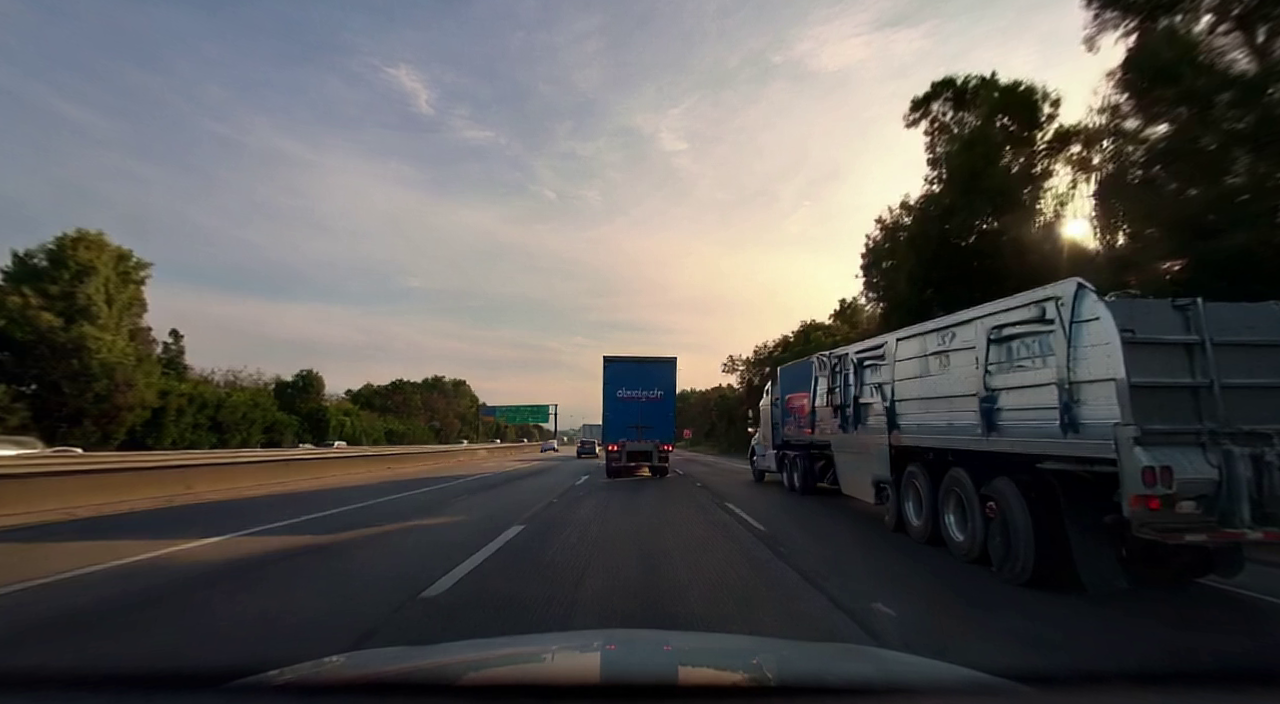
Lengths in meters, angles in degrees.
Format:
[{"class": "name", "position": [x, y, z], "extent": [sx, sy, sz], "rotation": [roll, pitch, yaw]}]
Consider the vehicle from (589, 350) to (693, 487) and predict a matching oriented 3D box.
[{"class": "vehicle", "position": [-0.102, 2.517, 22.816], "extent": [2.920, 3.860, 10.035], "rotation": [0, -8, -2]}]

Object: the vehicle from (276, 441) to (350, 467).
[{"class": "vehicle", "position": [-22.024, 6.880, 42.694], "extent": [1.947, 1.556, 5.825], "rotation": [0, -8, 0]}]
